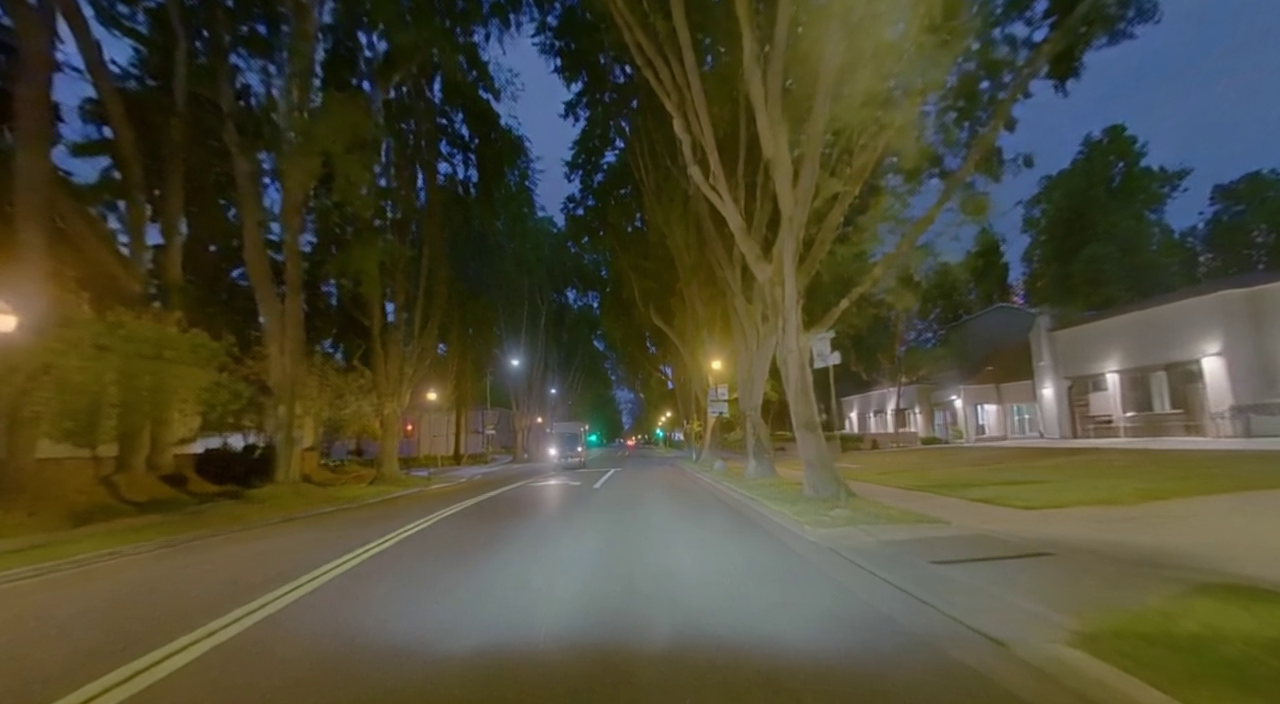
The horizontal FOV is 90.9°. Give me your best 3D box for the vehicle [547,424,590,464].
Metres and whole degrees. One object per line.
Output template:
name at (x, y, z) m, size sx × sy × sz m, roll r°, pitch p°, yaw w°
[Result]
vehicle at (-5.242, 6.881, 47.225) m, size 2.303 × 2.760 × 5.868 m, roll 0°, pitch -8°, yaw 2°
